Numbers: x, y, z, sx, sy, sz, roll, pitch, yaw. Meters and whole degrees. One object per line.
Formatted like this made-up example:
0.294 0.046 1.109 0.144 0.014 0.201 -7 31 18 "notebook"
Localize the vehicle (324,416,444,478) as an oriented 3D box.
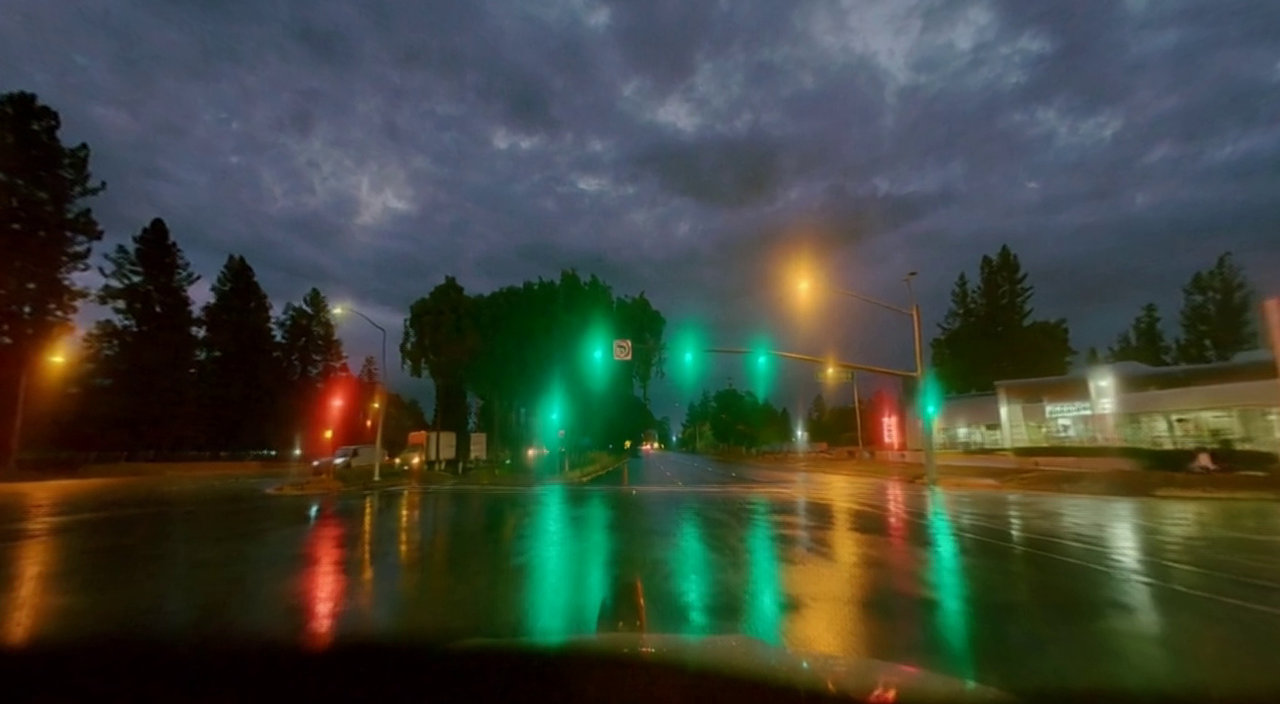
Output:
-17.829 6.886 45.692 2.953 3.772 14.243 0 -9 -1 "vehicle"
